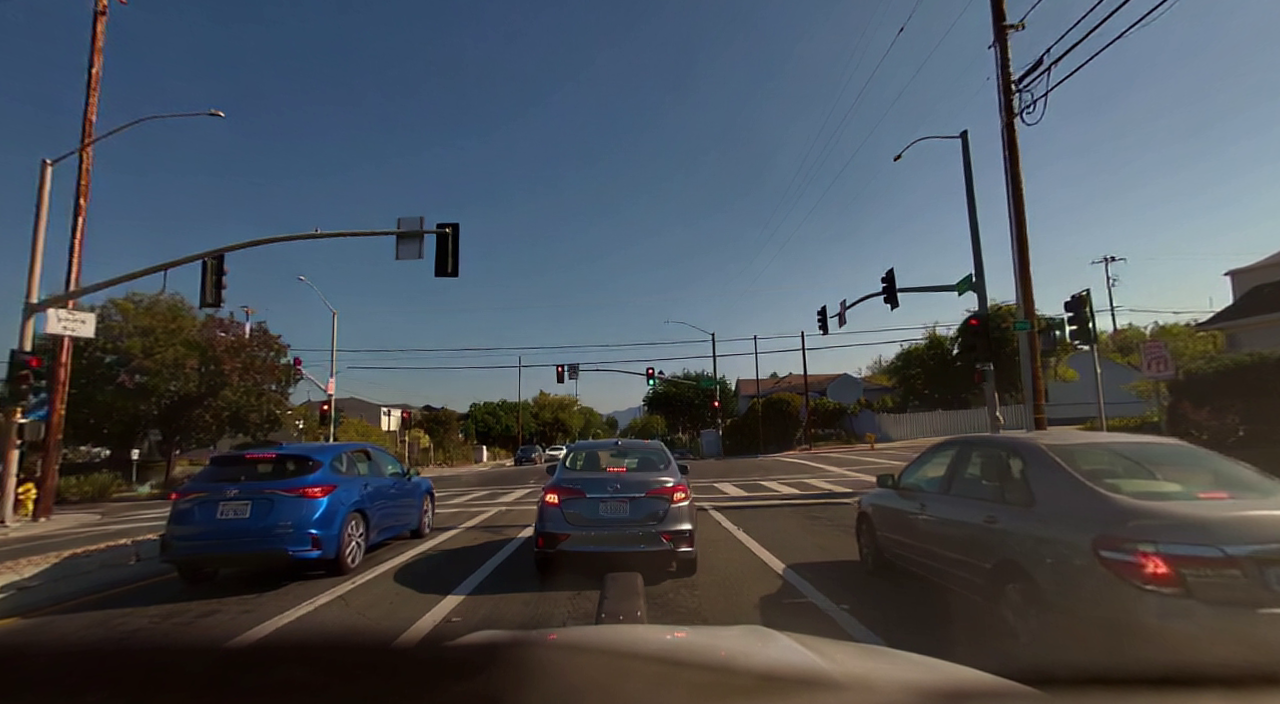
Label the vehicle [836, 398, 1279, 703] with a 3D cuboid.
[{"bbox_3d":[2.910,1.203,4.354,1.860,1.494,3.707,0,-8,-1],"label":"vehicle"}]

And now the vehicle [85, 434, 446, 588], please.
[{"bbox_3d":[-4.363,1.883,8.435,2.106,1.492,4.312,0,-8,1],"label":"vehicle"}]

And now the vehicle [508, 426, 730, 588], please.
[{"bbox_3d":[-0.223,1.757,8.039,2.061,1.485,4.196,0,-8,-1],"label":"vehicle"}]
